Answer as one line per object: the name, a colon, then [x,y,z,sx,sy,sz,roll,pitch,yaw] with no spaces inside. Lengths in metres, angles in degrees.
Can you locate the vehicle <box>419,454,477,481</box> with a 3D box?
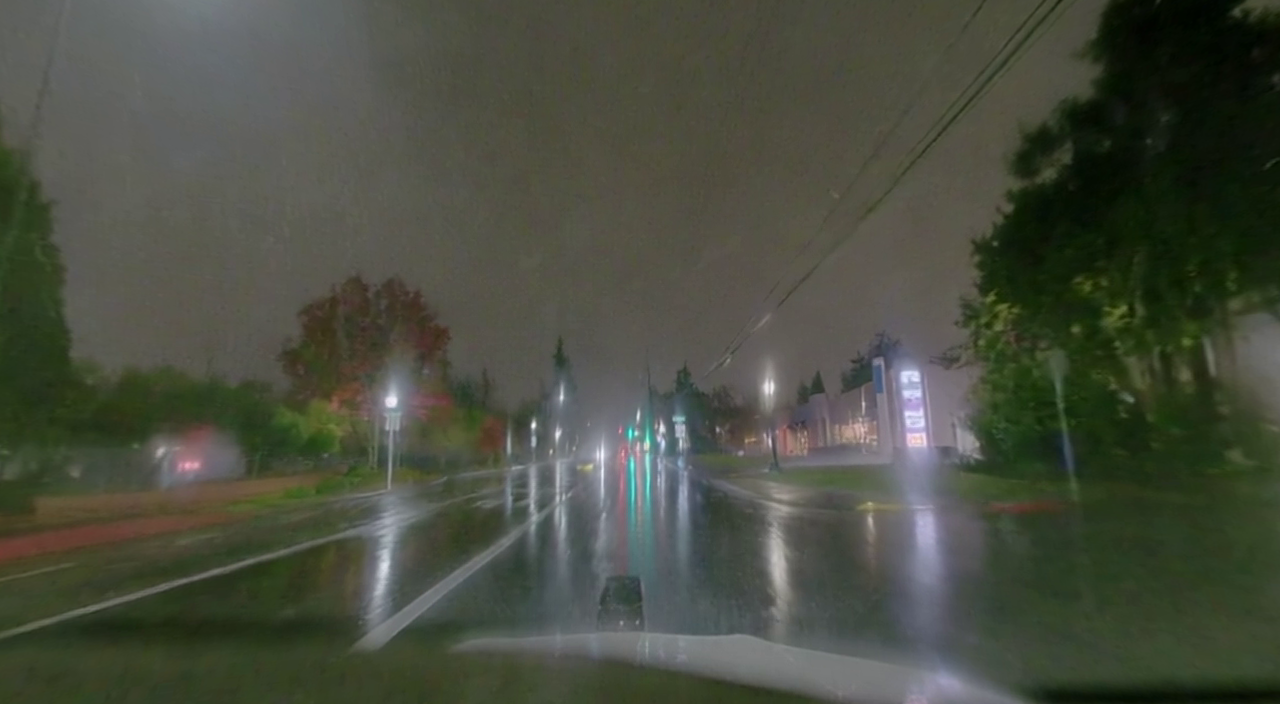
vehicle: [-11.607,6.889,37.991,2.061,1.475,4.357,6,-10,-33]
